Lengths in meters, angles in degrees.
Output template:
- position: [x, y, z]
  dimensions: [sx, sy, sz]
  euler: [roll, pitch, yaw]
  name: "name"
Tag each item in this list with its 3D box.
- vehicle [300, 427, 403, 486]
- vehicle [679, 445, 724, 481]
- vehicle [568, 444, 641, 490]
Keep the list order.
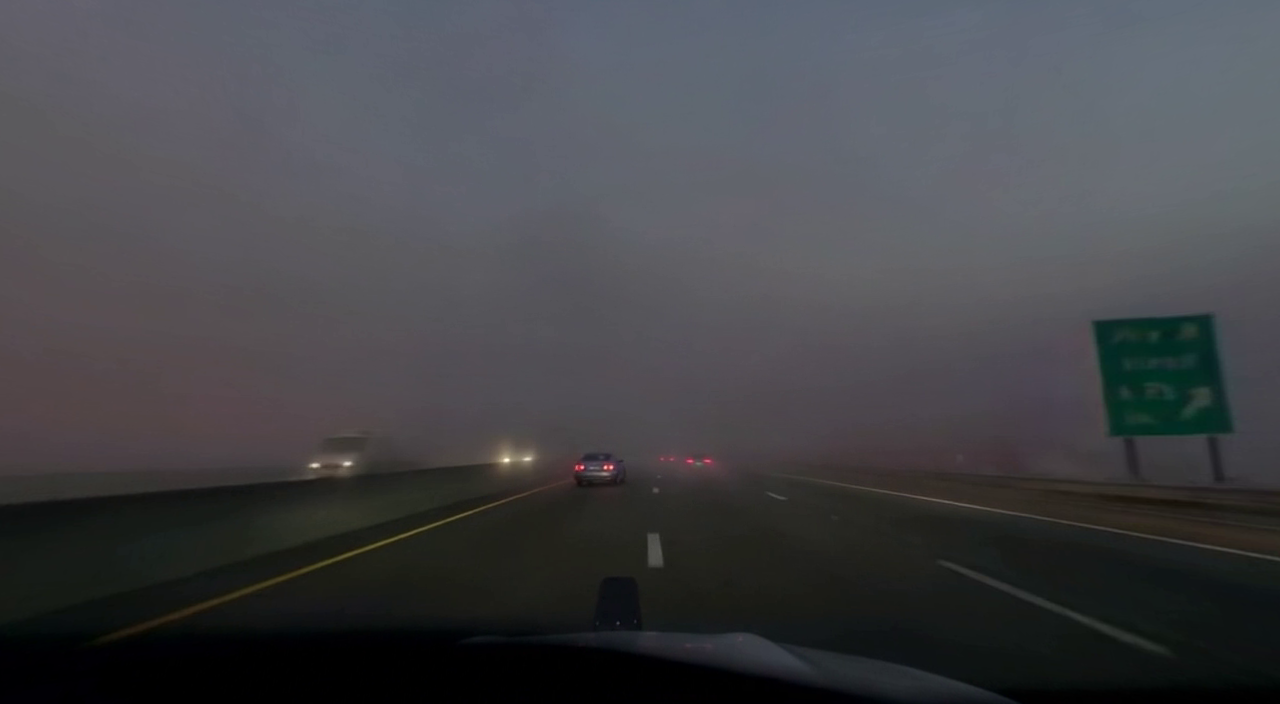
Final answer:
- position: [-14.442, 5.275, 31.938]
  dimensions: [2.421, 2.691, 6.009]
  euler: [0, -9, -1]
  name: "vehicle"
- position: [2.920, 5.216, 29.742]
  dimensions: [1.969, 1.595, 3.964]
  euler: [-1, -9, 5]
  name: "vehicle"
- position: [-1.252, 4.362, 24.148]
  dimensions: [2.084, 1.594, 4.219]
  euler: [-1, -9, 7]
  name: "vehicle"
